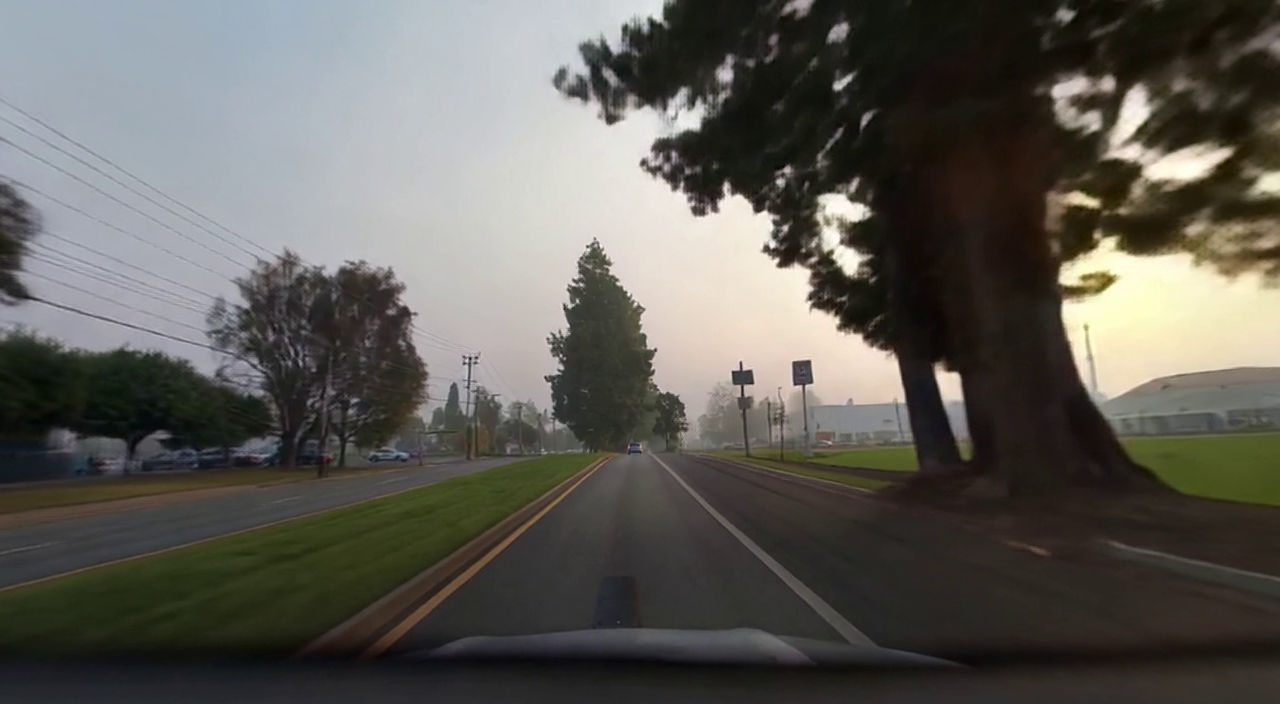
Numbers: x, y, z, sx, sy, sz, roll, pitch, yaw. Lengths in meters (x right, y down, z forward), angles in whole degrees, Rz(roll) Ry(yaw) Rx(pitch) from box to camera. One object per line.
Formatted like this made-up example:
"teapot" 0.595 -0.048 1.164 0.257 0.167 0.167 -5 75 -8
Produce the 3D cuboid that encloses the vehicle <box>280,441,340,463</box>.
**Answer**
"vehicle" -23.556 7.115 45.315 1.815 1.460 4.642 0 -8 0
